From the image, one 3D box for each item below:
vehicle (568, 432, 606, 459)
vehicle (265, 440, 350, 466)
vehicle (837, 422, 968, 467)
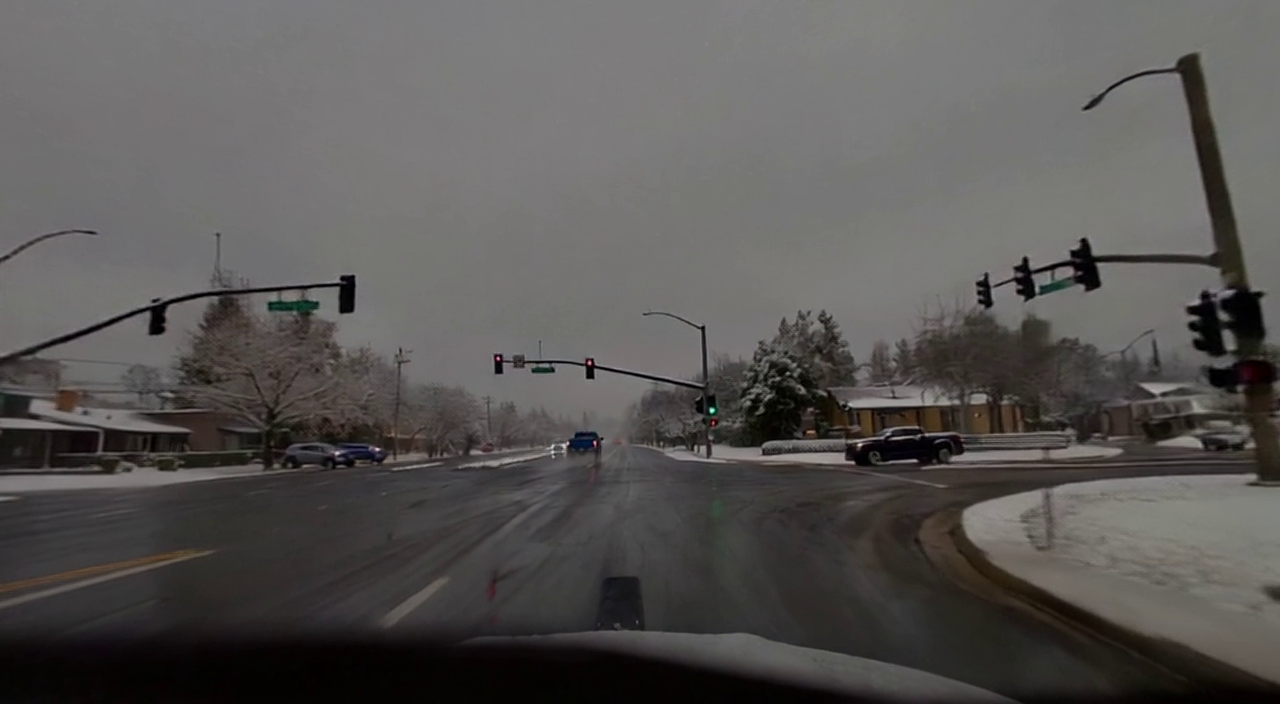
[{"bbox_3d":[-4.040,7.298,49.250,2.508,2.001,5.880,0,-9,0],"label":"vehicle"},{"bbox_3d":[-23.055,6.995,43.870,4.772,1.745,2.058,-1,-9,5],"label":"vehicle"},{"bbox_3d":[10.696,3.803,26.004,4.500,1.761,1.975,0,-9,0],"label":"vehicle"}]
